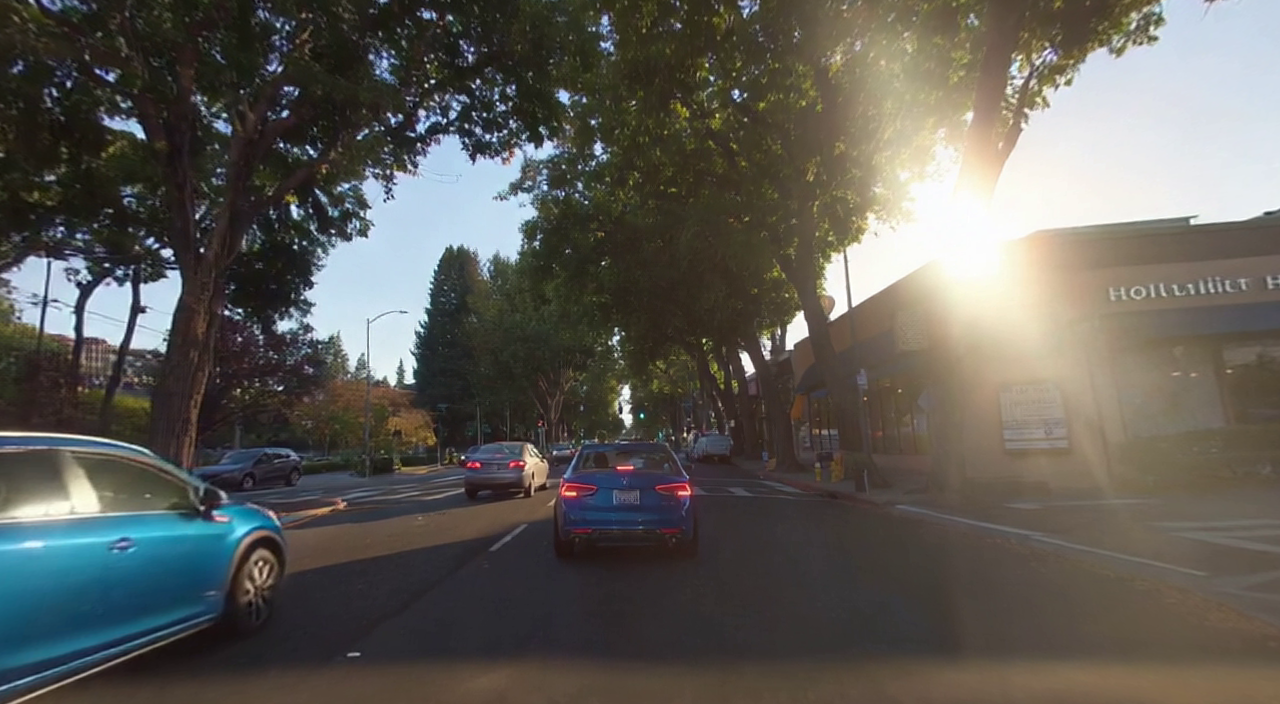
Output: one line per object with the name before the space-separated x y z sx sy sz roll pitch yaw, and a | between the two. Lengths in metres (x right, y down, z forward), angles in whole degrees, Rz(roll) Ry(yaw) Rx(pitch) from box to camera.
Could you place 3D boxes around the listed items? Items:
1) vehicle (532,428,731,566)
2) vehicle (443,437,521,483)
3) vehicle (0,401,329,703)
vehicle | -0.095 1.894 8.954 2.160 1.482 4.037 0 -9 0
vehicle | -6.192 4.277 25.257 2.095 1.682 4.371 0 -9 -1
vehicle | -3.460 1.007 2.917 1.905 1.473 4.016 0 -9 1
